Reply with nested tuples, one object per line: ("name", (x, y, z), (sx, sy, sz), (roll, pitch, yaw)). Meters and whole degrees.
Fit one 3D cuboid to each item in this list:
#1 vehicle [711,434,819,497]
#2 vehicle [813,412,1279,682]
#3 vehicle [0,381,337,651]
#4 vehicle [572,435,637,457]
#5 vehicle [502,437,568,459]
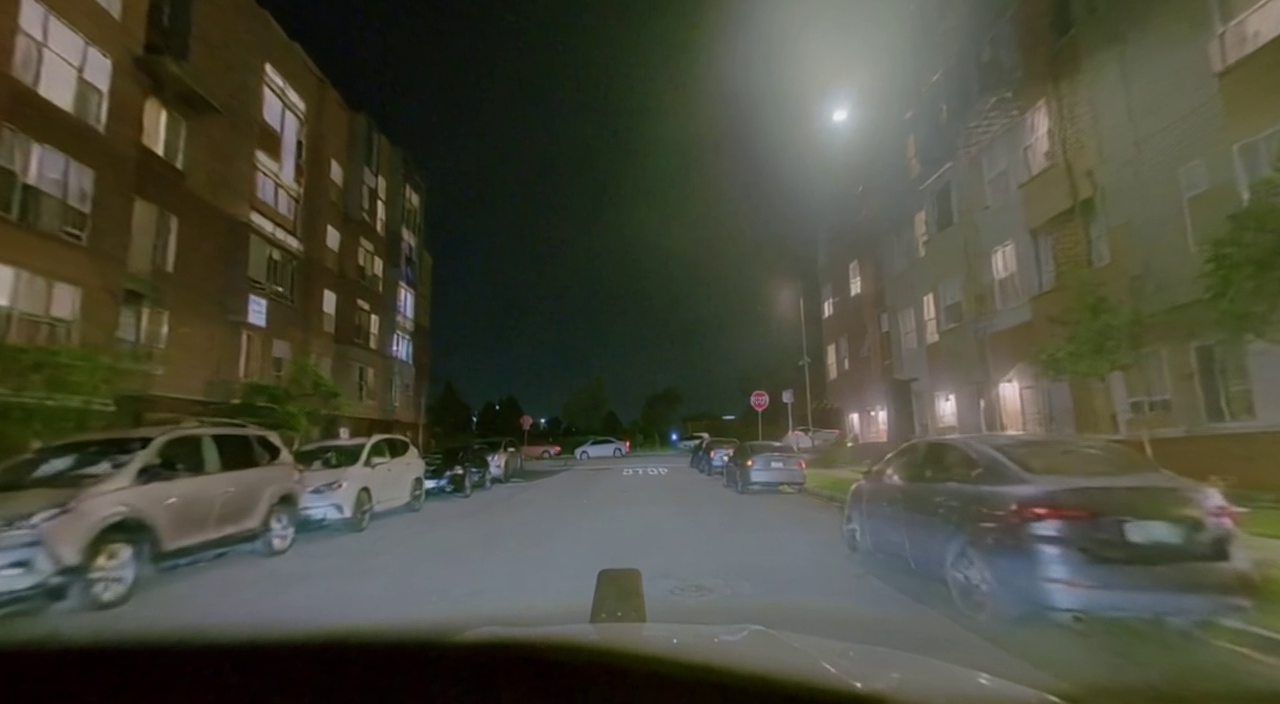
("vehicle", (3.256, 3.043, 17.451), (1.919, 1.490, 4.339), (0, -8, -2))
("vehicle", (3.346, 1.405, 5.908), (2.008, 1.479, 4.622), (0, -8, -2))
("vehicle", (-5.521, 1.506, 6.912), (2.216, 1.953, 4.553), (0, -8, -2))
("vehicle", (-2.477, 6.636, 44.509), (4.489, 1.470, 1.776), (0, -8, -3))
("vehicle", (-7.296, 6.731, 44.221), (4.423, 1.449, 1.813), (0, -8, -5))
